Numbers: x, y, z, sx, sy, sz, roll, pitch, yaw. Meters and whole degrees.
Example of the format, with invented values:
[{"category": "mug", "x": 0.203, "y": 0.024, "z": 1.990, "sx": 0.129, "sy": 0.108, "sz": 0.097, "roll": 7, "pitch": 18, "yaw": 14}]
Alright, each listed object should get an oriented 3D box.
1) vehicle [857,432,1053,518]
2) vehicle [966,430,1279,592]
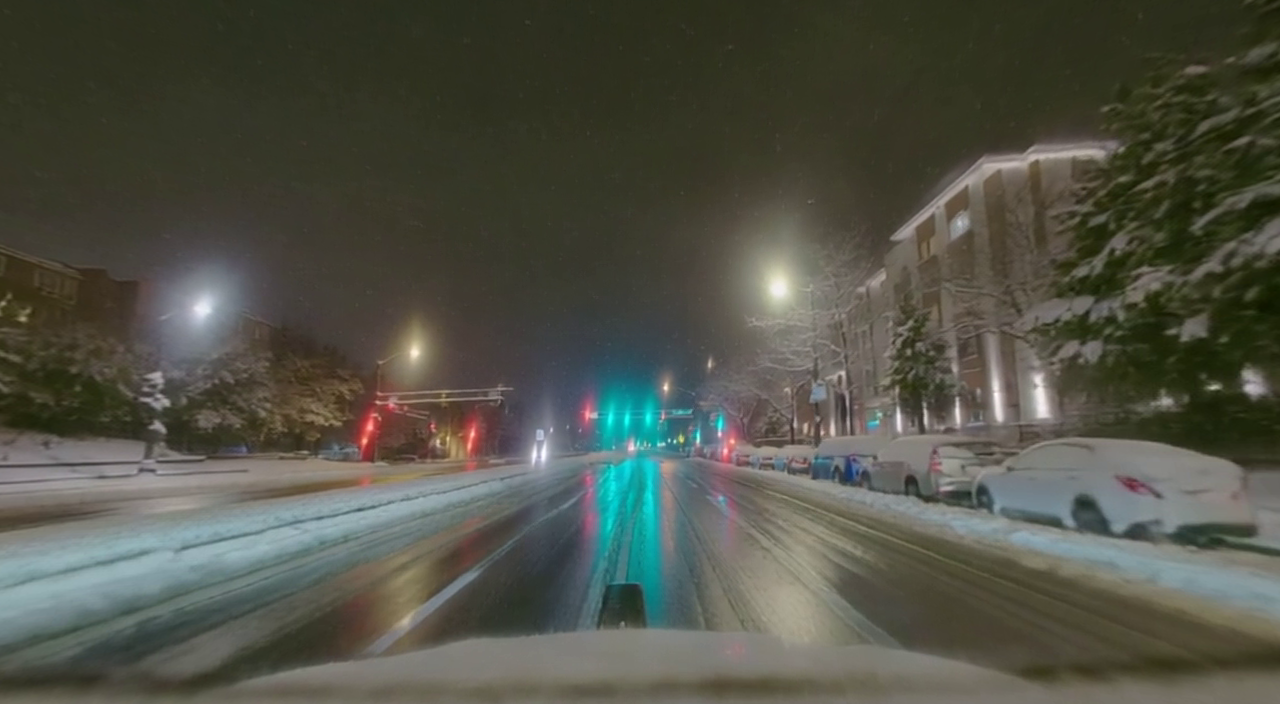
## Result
[{"category": "vehicle", "x": 6.903, "y": 2.733, "z": 14.584, "sx": 1.951, "sy": 1.627, "sz": 5.113, "roll": 0, "pitch": -9, "yaw": 1}, {"category": "vehicle", "x": 6.618, "y": 1.874, "z": 8.430, "sx": 2.020, "sy": 1.520, "sz": 4.876, "roll": 0, "pitch": -9, "yaw": 3}]
